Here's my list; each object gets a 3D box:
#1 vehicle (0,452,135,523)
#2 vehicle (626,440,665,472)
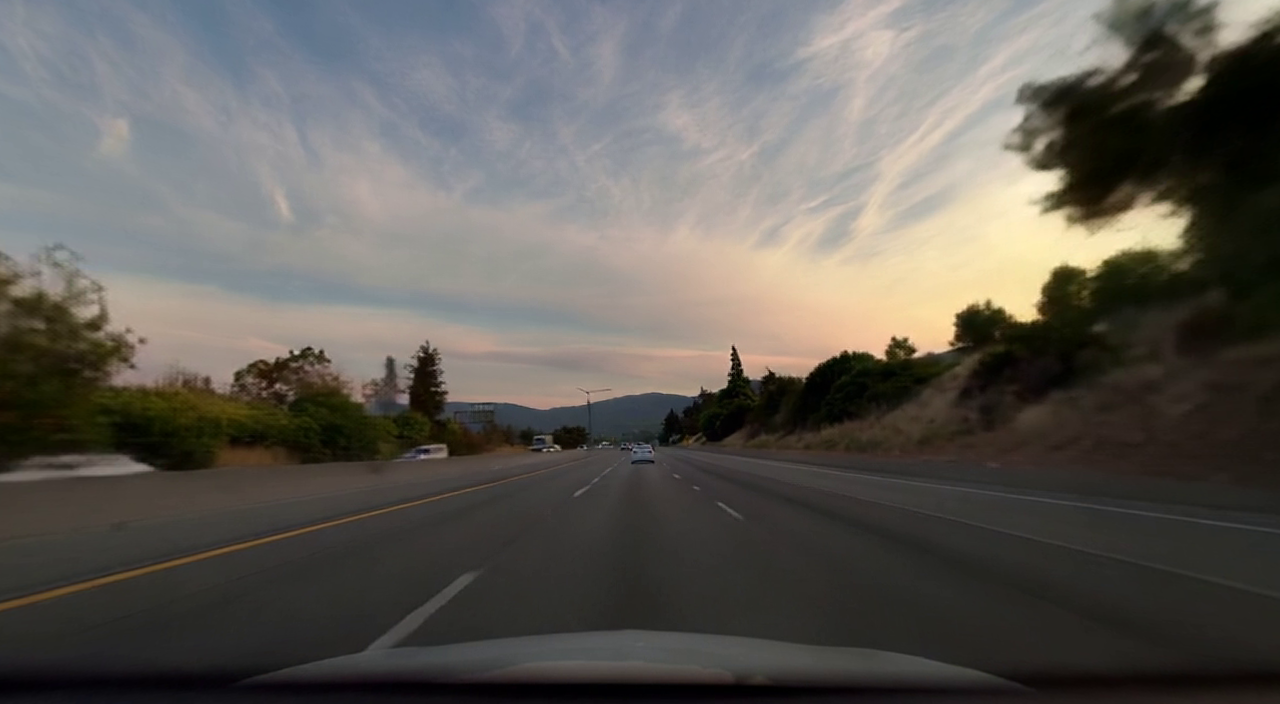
[{"bbox_3d":[-15.323,3.340,15.864,1.898,1.564,3.965,-1,-9,0],"label":"vehicle"},{"bbox_3d":[0.335,6.426,39.046,2.247,1.825,4.036,-1,-9,0],"label":"vehicle"}]
